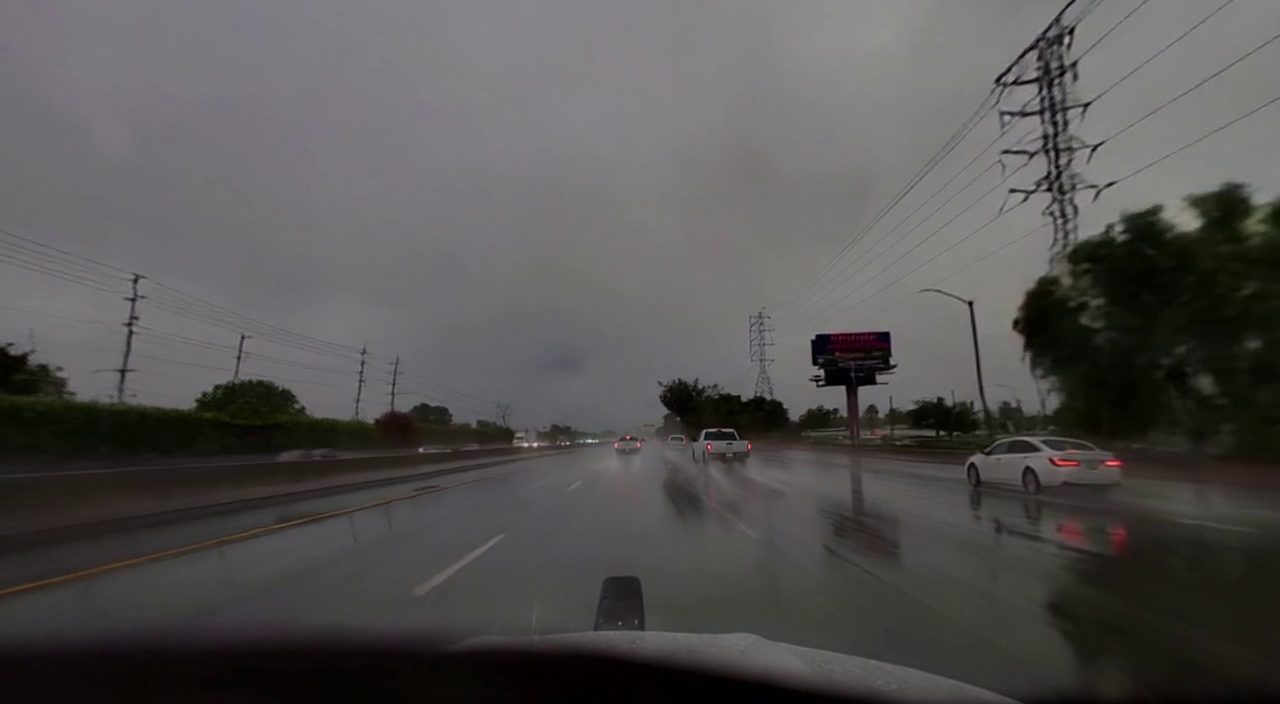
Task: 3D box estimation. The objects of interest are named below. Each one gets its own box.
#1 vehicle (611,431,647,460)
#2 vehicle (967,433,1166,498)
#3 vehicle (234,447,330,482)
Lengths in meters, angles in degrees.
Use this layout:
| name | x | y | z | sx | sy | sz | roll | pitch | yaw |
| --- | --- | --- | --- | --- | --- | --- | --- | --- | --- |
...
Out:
| name | x | y | z | sx | sy | sz | roll | pitch | yaw |
| --- | --- | --- | --- | --- | --- | --- | --- | --- | --- |
| vehicle | -0.735 | 6.973 | 46.970 | 2.508 | 2.023 | 6.176 | 0 | -8 | 0 |
| vehicle | 11.053 | 2.958 | 16.863 | 2.076 | 1.470 | 4.644 | 0 | -8 | 0 |
| vehicle | -17.357 | 5.458 | 30.853 | 1.940 | 1.486 | 4.710 | 0 | -8 | 0 |
